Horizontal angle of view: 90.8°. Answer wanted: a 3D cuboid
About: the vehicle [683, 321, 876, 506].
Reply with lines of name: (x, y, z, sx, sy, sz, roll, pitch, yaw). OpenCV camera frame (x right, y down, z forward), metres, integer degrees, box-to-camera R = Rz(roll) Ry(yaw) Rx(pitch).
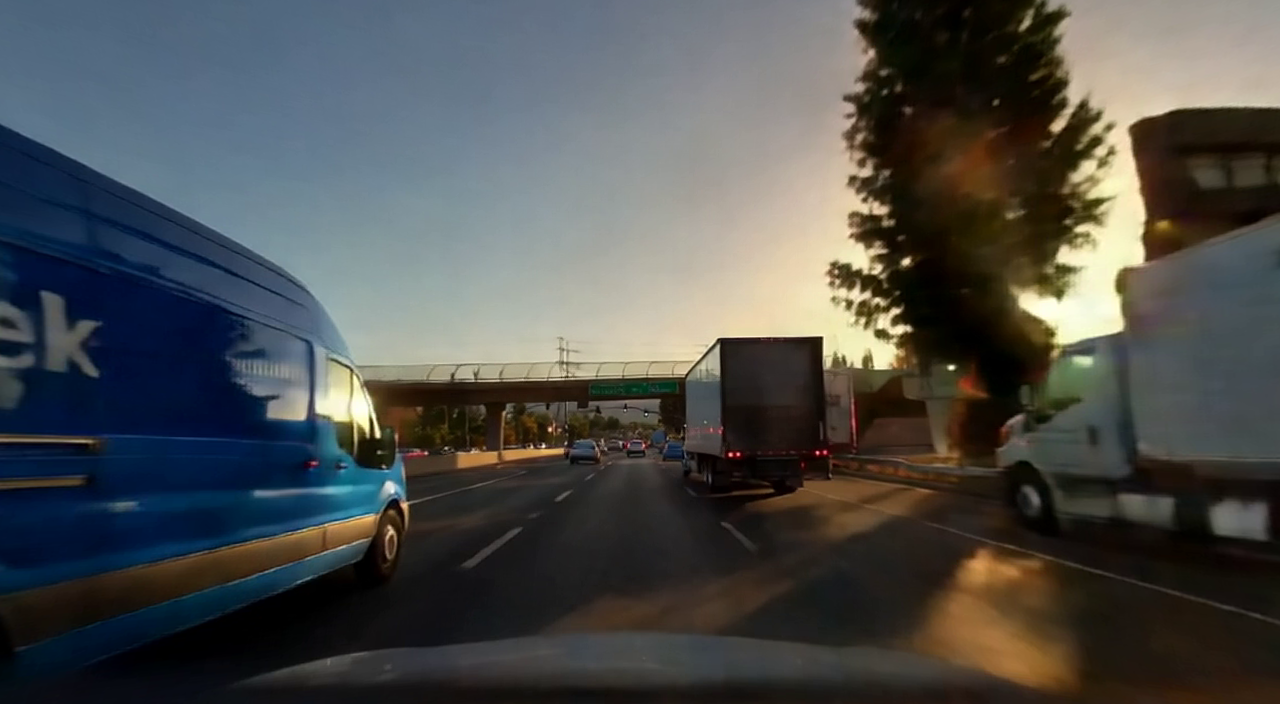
vehicle: (2.960, 1.880, 16.994, 2.861, 3.525, 9.858, 0, -9, 0)

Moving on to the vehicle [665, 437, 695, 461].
vehicle: (2.777, 6.882, 44.837, 1.869, 1.616, 4.346, 0, -9, 0)

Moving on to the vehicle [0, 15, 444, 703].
vehicle: (-3.422, 0.435, 3.512, 2.443, 2.784, 6.493, 0, -9, 1)

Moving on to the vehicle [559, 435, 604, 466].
vehicle: (-3.518, 6.099, 39.149, 2.356, 1.766, 5.674, 0, -9, -1)

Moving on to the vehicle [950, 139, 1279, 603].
vehicle: (6.985, 0.260, 6.111, 3.005, 3.947, 9.252, 0, -8, -1)
